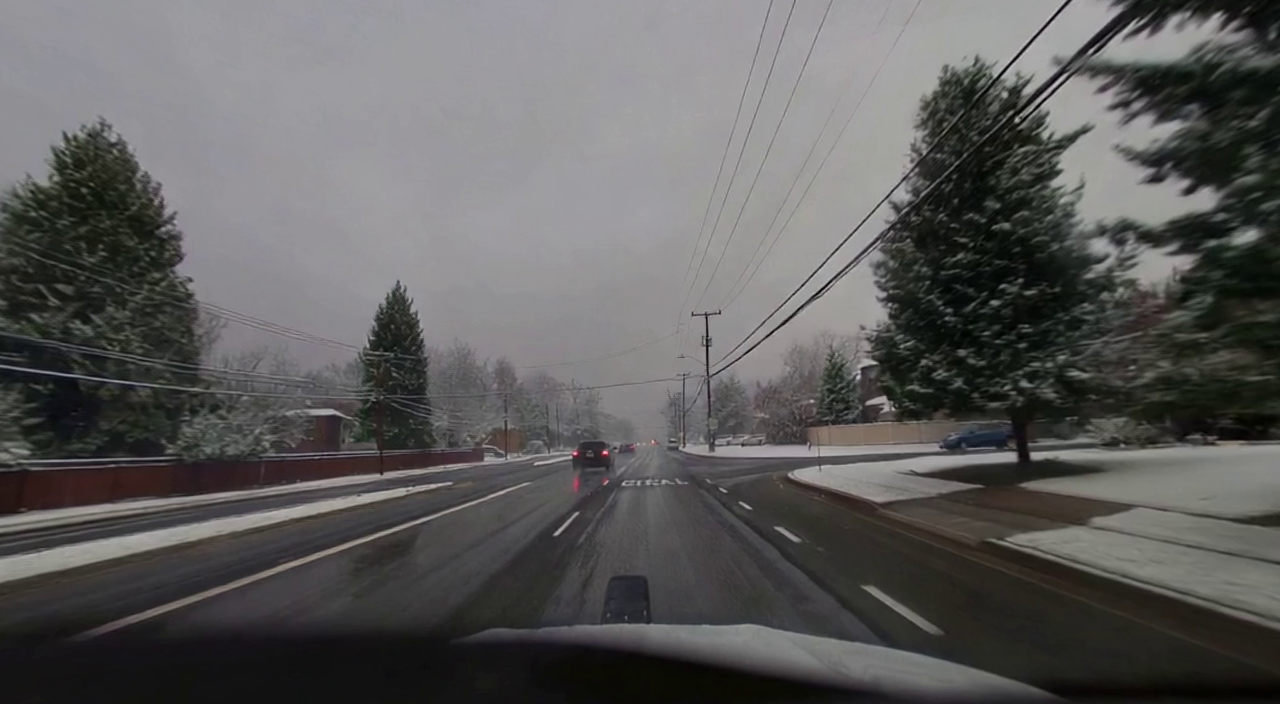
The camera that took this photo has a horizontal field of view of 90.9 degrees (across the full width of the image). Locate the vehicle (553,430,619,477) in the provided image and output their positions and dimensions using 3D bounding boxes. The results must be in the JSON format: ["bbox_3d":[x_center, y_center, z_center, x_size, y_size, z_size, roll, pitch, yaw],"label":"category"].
[{"bbox_3d":[-2.236,4.438,27.679,2.327,1.861,4.941,-1,-9,2],"label":"vehicle"}]
